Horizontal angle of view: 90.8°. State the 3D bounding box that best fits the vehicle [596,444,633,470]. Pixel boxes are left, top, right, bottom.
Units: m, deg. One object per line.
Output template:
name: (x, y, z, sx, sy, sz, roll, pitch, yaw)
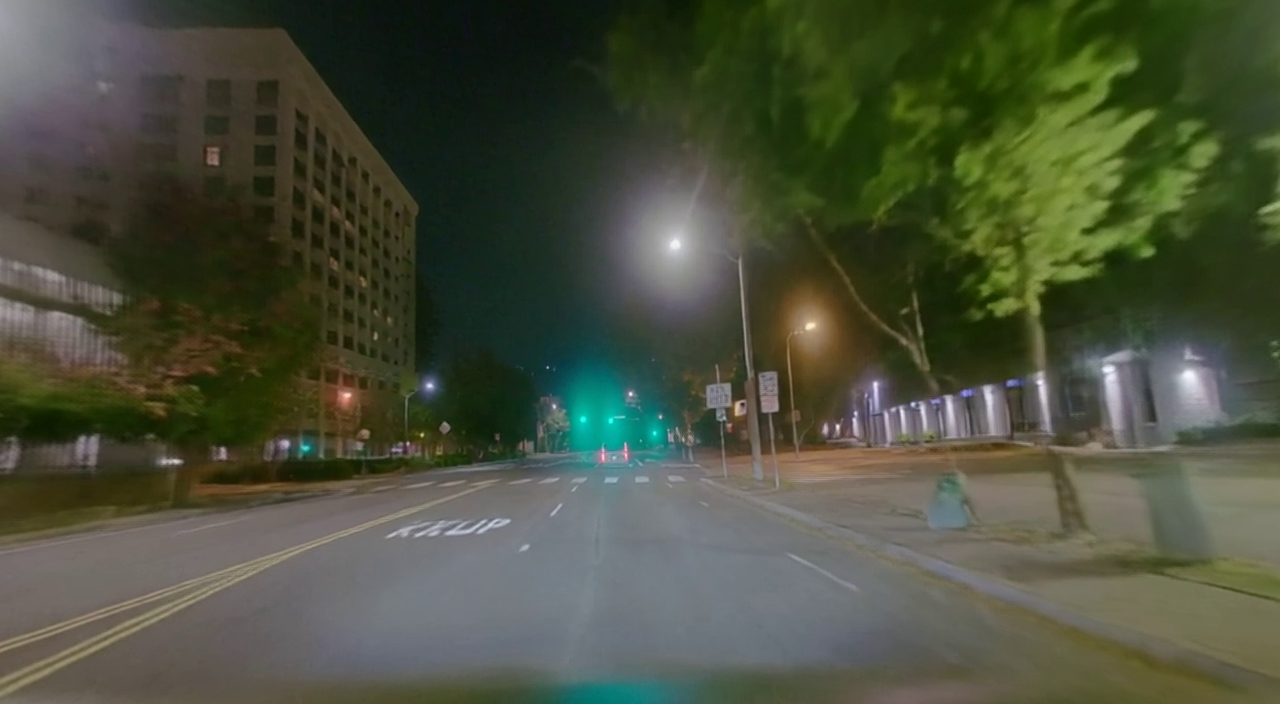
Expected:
vehicle: (-1.582, 6.408, 38.783, 2.131, 1.474, 4.146, 0, -8, -3)
